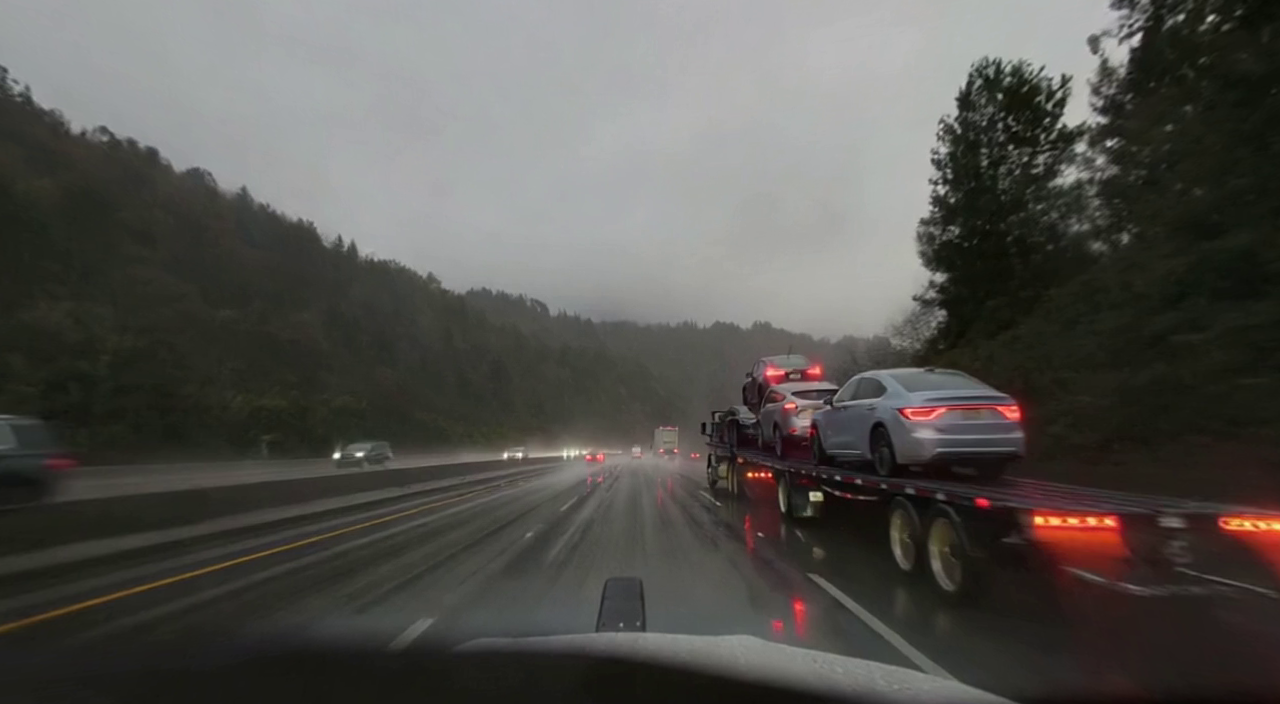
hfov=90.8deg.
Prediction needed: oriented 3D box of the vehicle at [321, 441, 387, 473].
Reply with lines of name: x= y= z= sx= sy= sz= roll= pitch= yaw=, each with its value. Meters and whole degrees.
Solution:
vehicle: x=-19.319 y=7.108 z=42.893 sx=2.112 sy=1.974 sz=4.936 roll=0 pitch=-9 yaw=0

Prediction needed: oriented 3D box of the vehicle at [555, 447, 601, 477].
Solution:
vehicle: x=-3.372 y=6.107 z=35.297 sx=2.091 sy=1.522 sz=4.301 roll=0 pitch=-9 yaw=1

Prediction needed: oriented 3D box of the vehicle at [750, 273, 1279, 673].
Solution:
vehicle: x=3.803 y=1.339 z=8.147 sx=2.800 sy=2.053 sz=9.751 roll=0 pitch=-9 yaw=-1
